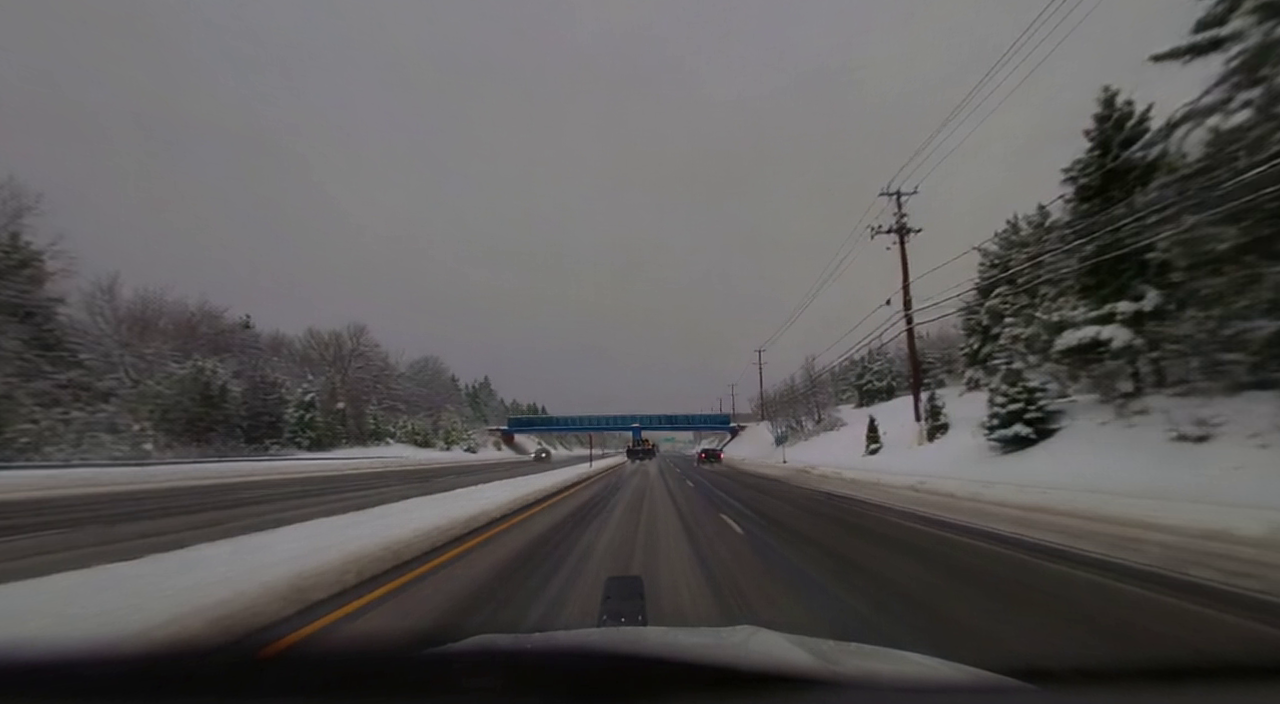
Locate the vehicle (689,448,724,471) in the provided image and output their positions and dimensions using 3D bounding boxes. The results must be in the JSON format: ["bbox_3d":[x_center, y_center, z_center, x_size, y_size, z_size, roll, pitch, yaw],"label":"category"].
[{"bbox_3d":[4.682,7.653,44.966,1.988,1.505,4.958,0,-9,0],"label":"vehicle"}]

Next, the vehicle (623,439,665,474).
[{"bbox_3d":[0.286,6.285,38.000,2.369,1.948,5.343,0,-9,2],"label":"vehicle"}]
